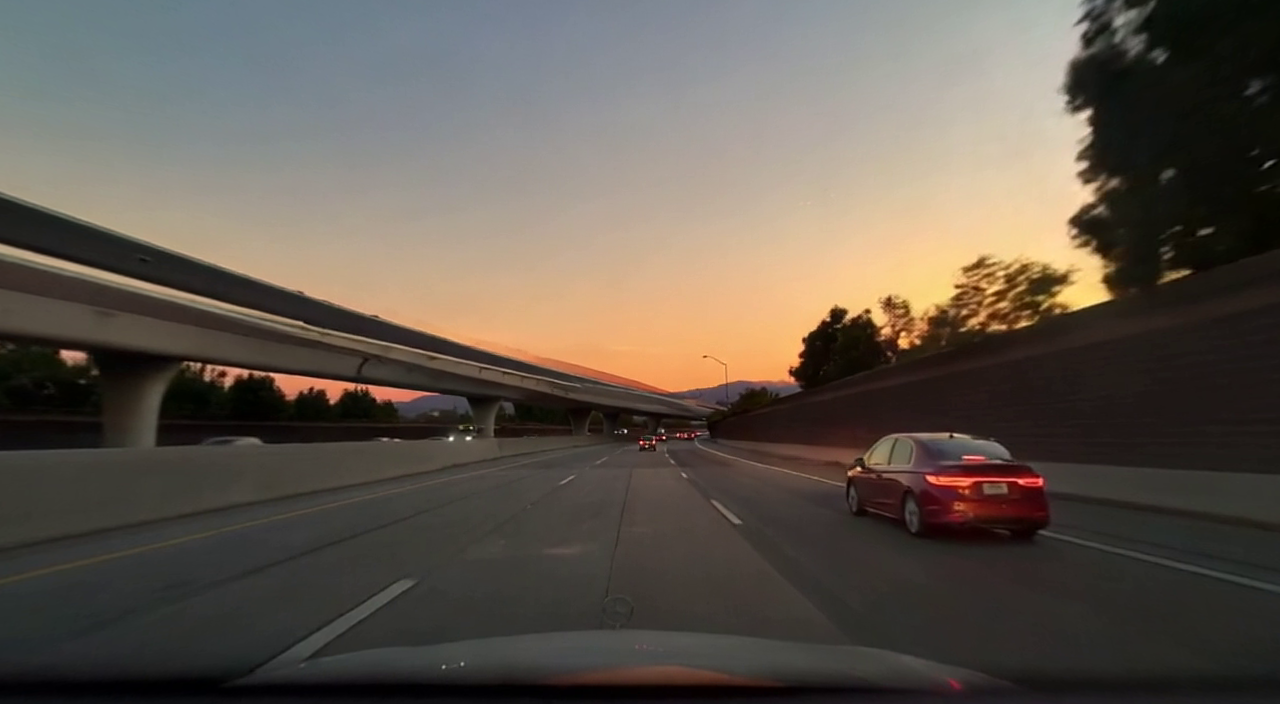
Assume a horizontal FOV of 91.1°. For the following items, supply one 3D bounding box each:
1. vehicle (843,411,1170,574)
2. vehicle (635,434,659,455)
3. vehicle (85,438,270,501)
[{"bbox_3d":[4.128,1.606,7.923,1.834,1.548,3.651,0,-8,-1],"label":"vehicle"},{"bbox_3d":[0.508,6.989,47.516,1.771,1.480,3.781,0,-8,0],"label":"vehicle"},{"bbox_3d":[-12.292,3.090,17.156,1.842,1.454,4.299,0,-8,-1],"label":"vehicle"}]
